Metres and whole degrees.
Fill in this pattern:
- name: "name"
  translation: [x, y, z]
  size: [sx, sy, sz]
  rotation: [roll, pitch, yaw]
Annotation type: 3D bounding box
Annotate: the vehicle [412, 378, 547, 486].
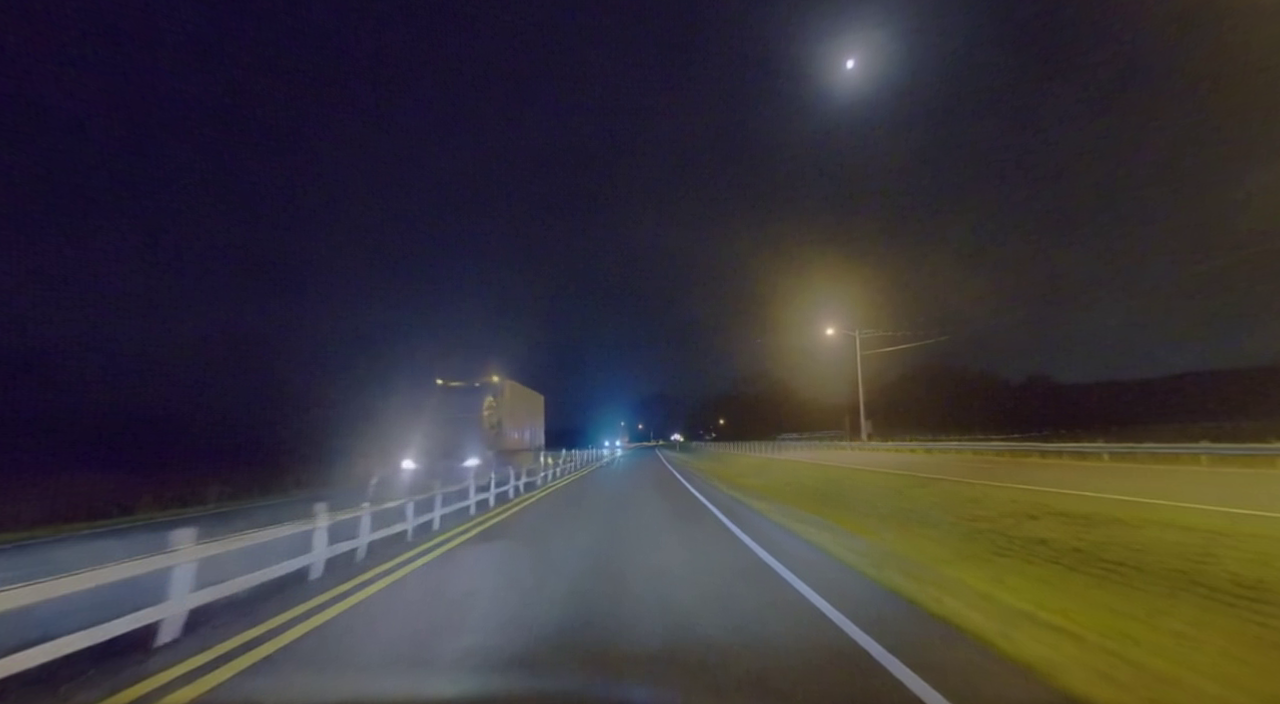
- name: "vehicle"
  translation: [-5.815, 3.216, 24.734]
  size: [2.751, 3.436, 8.990]
  rotation: [-1, -8, 1]
